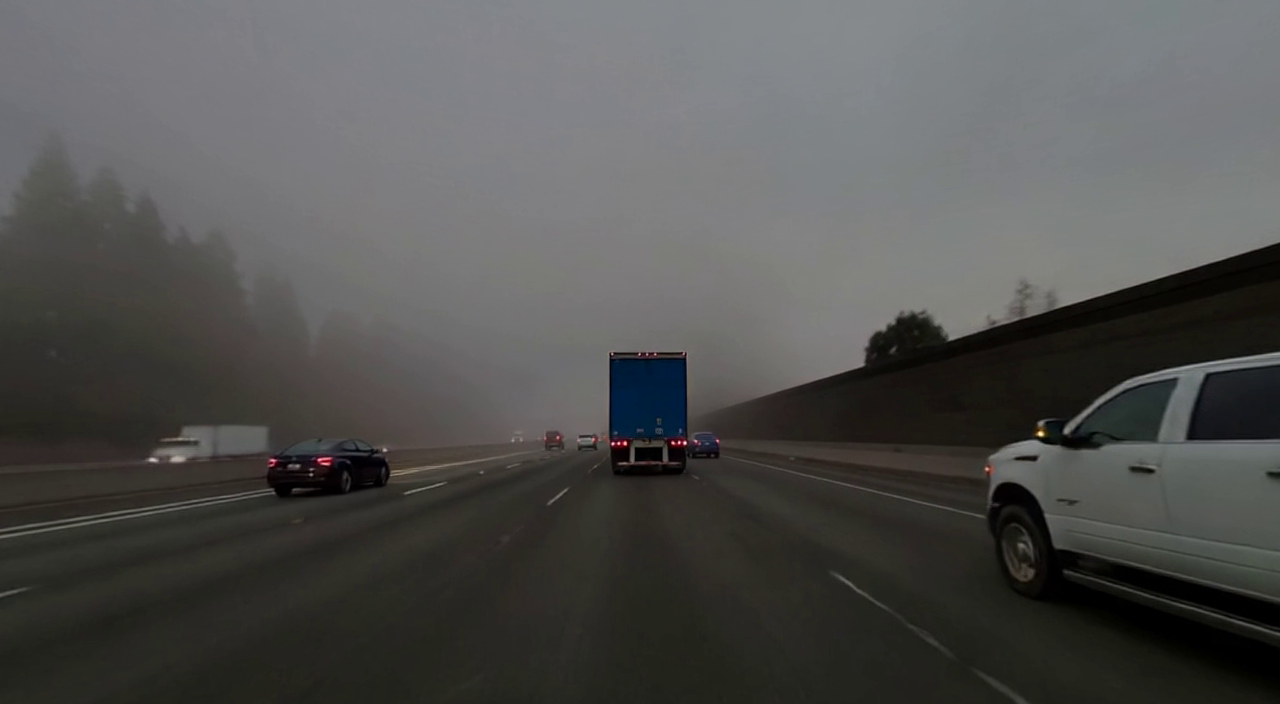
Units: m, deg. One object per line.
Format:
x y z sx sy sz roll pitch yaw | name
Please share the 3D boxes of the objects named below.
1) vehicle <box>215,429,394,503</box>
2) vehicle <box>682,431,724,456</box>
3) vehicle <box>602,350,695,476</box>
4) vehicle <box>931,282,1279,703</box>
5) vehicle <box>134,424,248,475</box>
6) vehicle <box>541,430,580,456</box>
-7.660 2.610 14.917 2.059 1.500 4.001 0 -8 -1 | vehicle
3.900 5.773 39.893 2.044 1.508 4.716 0 -8 -2 | vehicle
0.014 2.596 24.981 2.904 3.915 10.473 0 -8 -3 | vehicle
3.632 0.693 2.918 2.118 1.832 4.901 0 -8 -1 | vehicle
-27.349 5.940 38.701 2.282 2.848 6.389 0 -8 -1 | vehicle
-5.199 6.029 41.802 2.134 1.650 4.133 0 -8 -1 | vehicle
